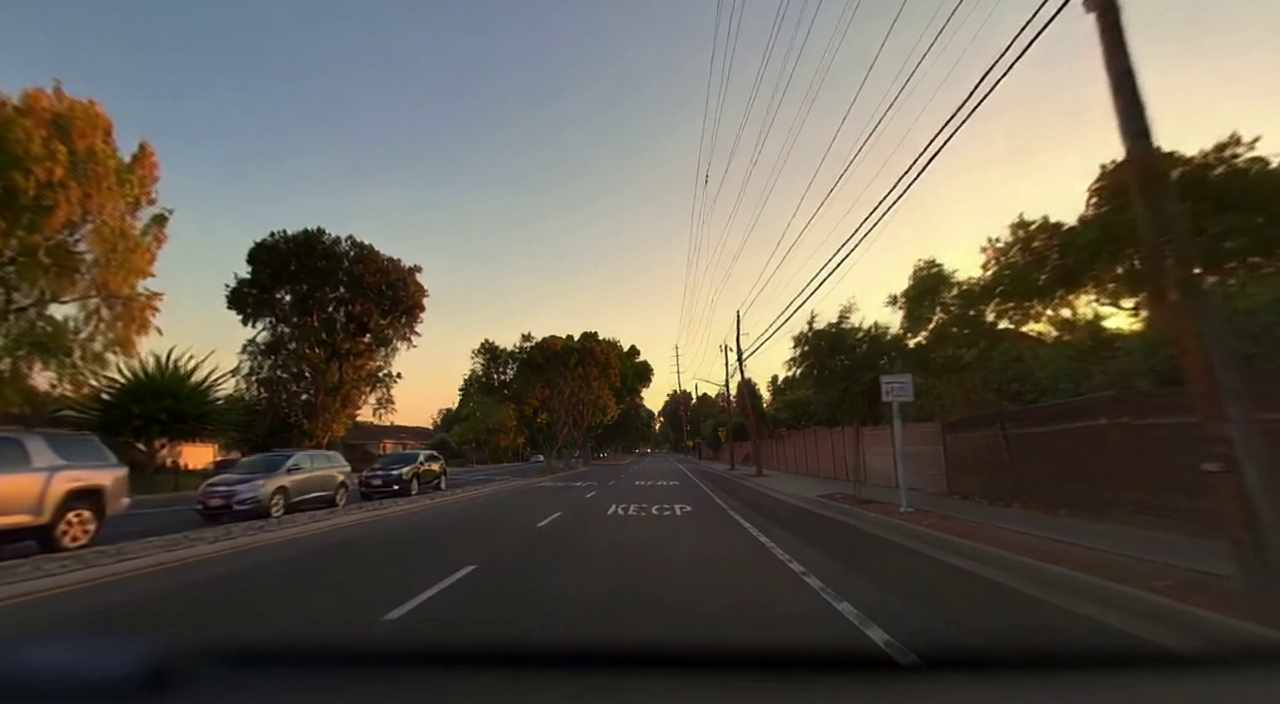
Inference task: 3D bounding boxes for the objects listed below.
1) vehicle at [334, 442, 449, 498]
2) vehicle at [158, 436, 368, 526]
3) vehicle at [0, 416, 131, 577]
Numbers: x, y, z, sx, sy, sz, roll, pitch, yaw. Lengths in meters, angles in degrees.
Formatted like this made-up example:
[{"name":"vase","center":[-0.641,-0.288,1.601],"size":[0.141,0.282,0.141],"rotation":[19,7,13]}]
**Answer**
[{"name":"vehicle","center":[-8.686,4.143,22.599],"size":[2.084,1.741,4.737],"rotation":[-2,-9,2]},{"name":"vehicle","center":[-8.788,3.015,15.415],"size":[2.075,1.733,4.947],"rotation":[-3,-9,1]},{"name":"vehicle","center":[-8.515,1.568,6.579],"size":[2.293,1.839,4.793],"rotation":[0,-8,1]}]
